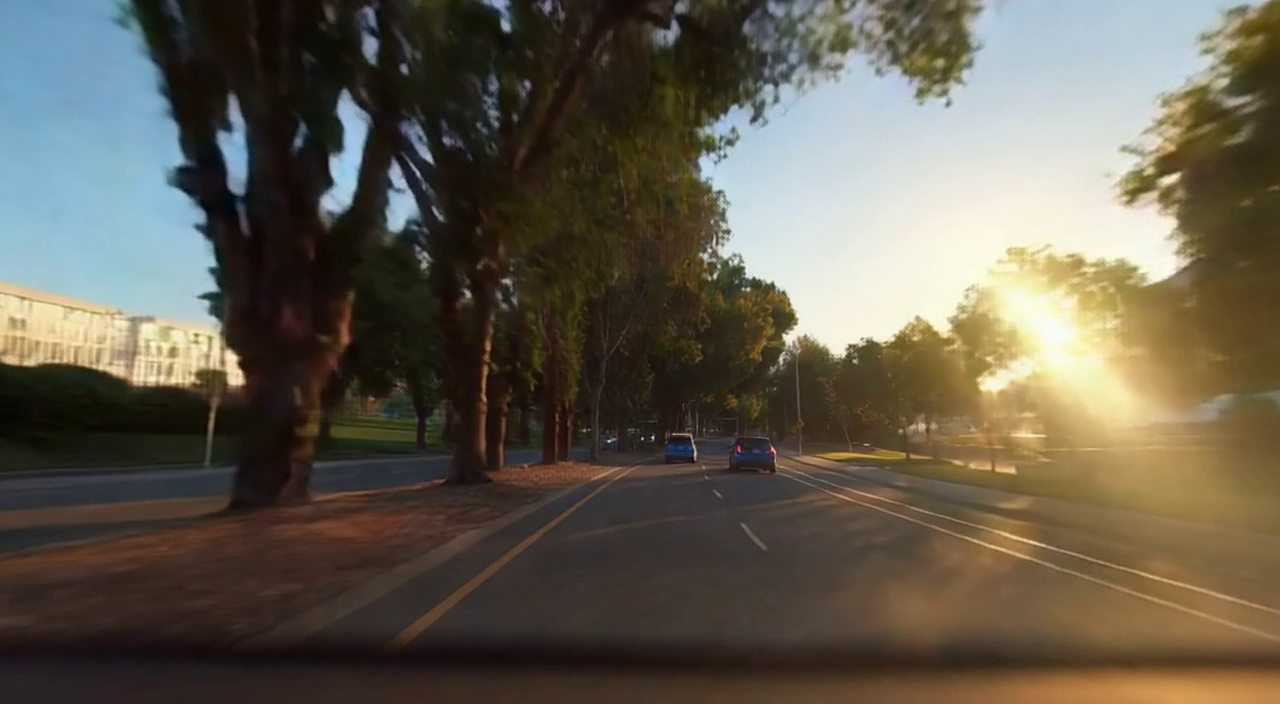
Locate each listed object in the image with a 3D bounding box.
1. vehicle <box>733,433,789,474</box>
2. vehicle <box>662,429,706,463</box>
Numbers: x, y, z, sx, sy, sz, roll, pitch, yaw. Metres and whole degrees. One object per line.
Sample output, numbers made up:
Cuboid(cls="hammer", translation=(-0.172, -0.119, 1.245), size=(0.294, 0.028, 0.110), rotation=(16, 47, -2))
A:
Cuboid(cls="vehicle", translation=(5.254, 4.471, 27.874), size=(1.971, 1.663, 4.287), rotation=(-1, -8, 5))
Cuboid(cls="vehicle", translation=(2.637, 5.439, 36.315), size=(2.251, 1.822, 4.391), rotation=(-1, -8, 7))
